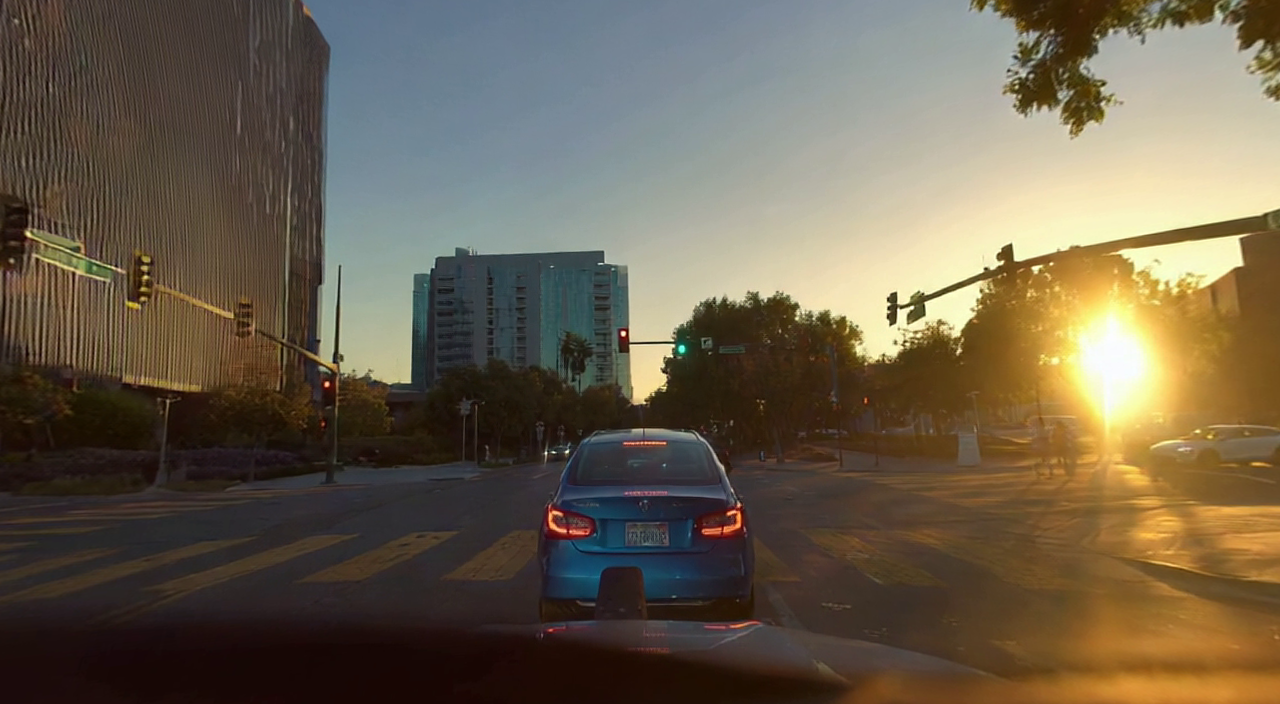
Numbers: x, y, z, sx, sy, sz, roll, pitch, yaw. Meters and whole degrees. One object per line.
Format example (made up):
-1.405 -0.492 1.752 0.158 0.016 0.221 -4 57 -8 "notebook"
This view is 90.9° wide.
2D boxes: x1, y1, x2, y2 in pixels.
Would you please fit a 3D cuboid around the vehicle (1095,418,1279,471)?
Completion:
19.154 3.258 22.214 4.675 1.772 1.945 0 -8 0 "vehicle"

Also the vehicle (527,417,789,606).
-0.145 1.643 7.490 1.893 1.532 4.145 2 -9 -16 "vehicle"
